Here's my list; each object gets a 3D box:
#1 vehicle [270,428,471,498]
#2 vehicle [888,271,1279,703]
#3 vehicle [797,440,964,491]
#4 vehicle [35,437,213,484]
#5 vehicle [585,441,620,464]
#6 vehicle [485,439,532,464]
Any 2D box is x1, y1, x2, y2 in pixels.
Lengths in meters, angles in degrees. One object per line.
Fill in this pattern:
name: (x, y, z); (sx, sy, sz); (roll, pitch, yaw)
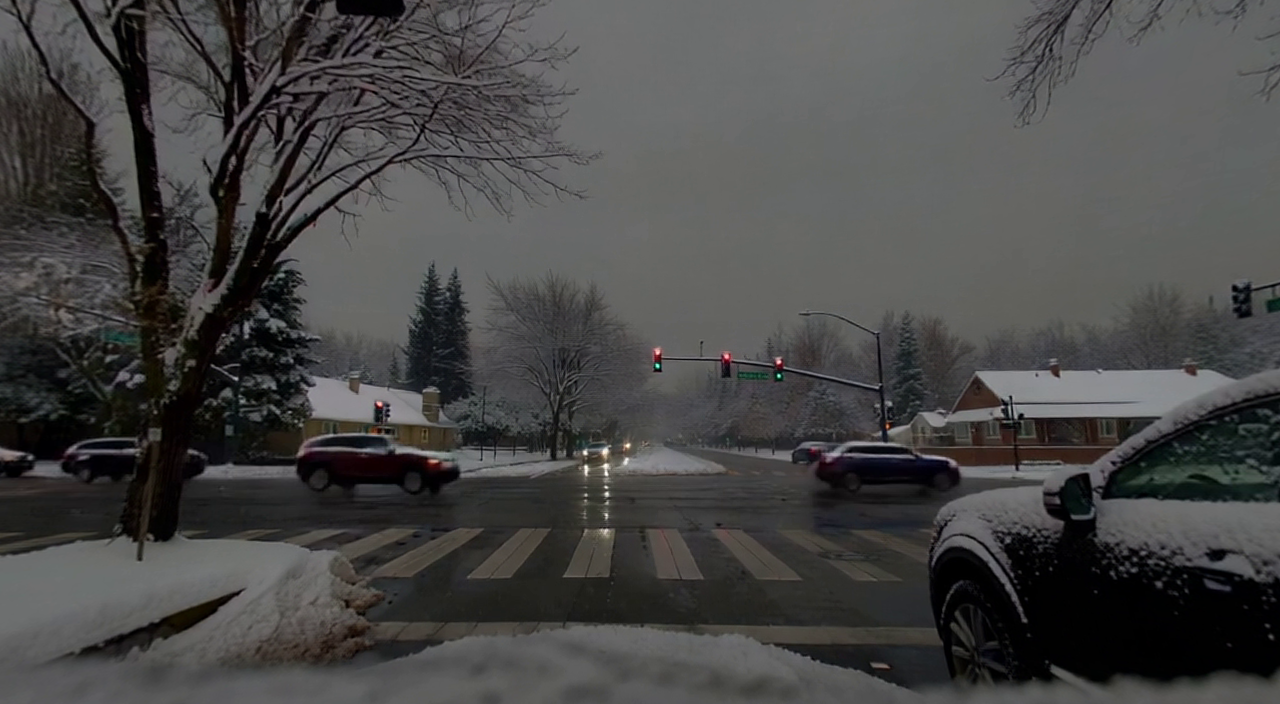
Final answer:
vehicle: (-6.887, 2.884, 16.582); (4.332, 1.682, 2.025); (0, -8, -1)
vehicle: (2.704, 0.714, 1.724); (2.085, 1.800, 4.908); (0, -9, 1)
vehicle: (7.557, 3.598, 20.206); (4.537, 1.501, 1.950); (0, -8, 0)
vehicle: (-18.850, 3.978, 23.305); (4.532, 1.633, 2.130); (1, -9, -5)
vehicle: (-2.459, 6.713, 42.266); (2.046, 1.491, 4.118); (0, -9, 1)
vehicle: (-8.989, 6.859, 43.640); (2.028, 1.654, 5.027); (0, -9, 1)
